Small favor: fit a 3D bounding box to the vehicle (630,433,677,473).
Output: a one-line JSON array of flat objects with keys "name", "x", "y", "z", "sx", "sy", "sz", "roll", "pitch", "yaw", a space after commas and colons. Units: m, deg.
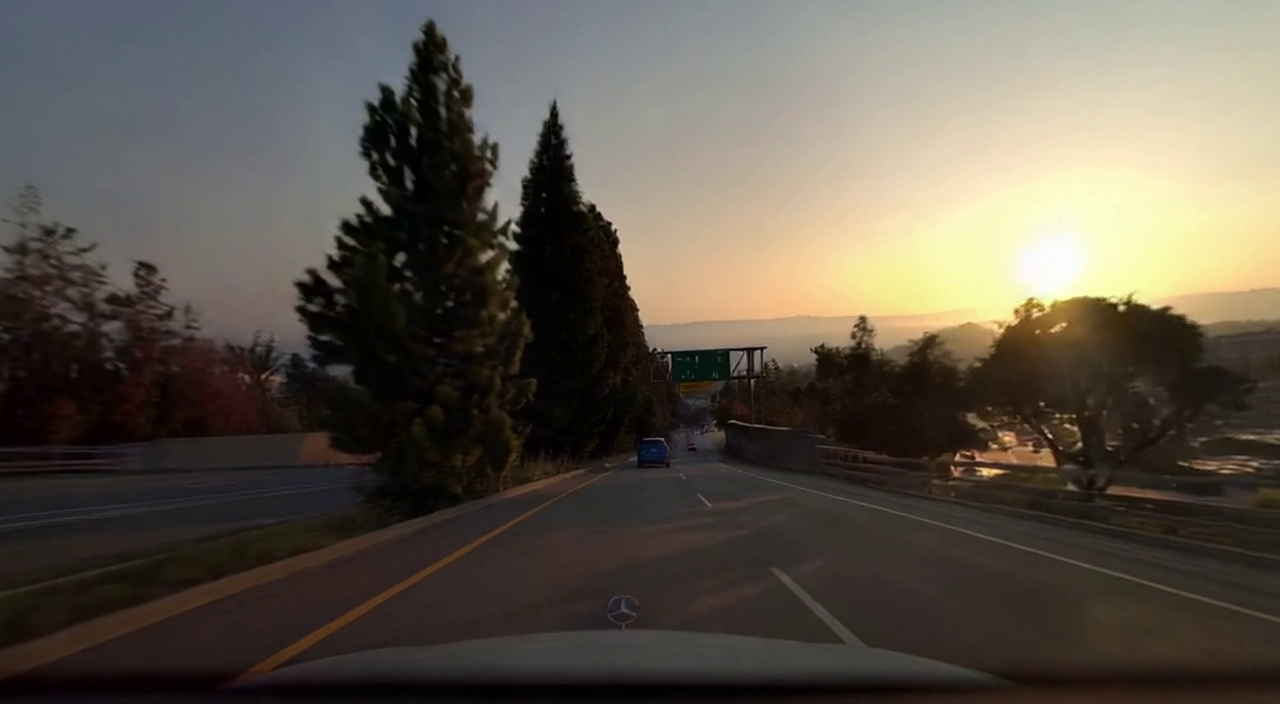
[{"name": "vehicle", "x": 0.898, "y": 5.863, "z": 36.678, "sx": 2.546, "sy": 2.126, "sz": 5.153, "roll": -1, "pitch": -9, "yaw": 3}]
